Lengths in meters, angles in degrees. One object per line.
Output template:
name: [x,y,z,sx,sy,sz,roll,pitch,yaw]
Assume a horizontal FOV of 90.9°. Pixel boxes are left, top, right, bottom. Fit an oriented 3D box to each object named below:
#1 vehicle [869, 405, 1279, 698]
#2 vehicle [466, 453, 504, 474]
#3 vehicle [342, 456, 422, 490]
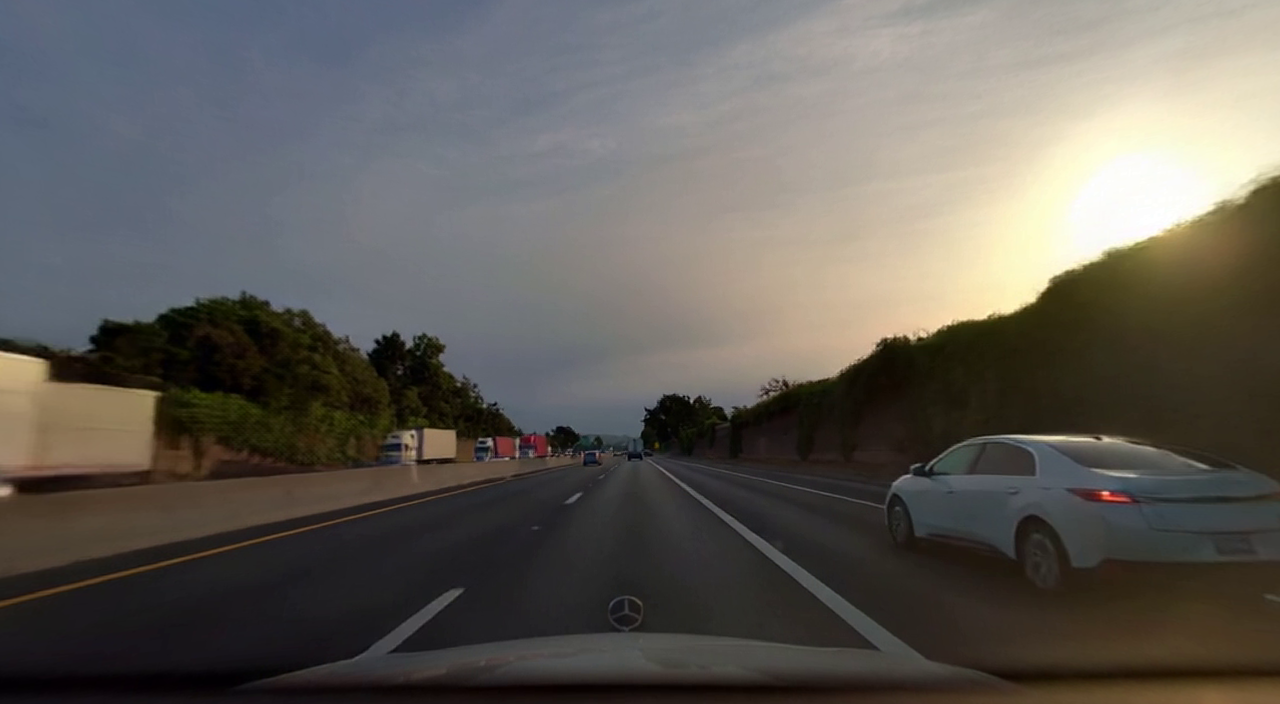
vehicle: [3.889,1.371,5.523,2.053,1.504,4.386,0,-9,-1]
vehicle: [-11.827,8.518,48.327,1.859,1.455,4.185,0,-9,1]
vehicle: [-12.077,5.675,29.850,1.950,1.416,4.429,0,-9,0]
